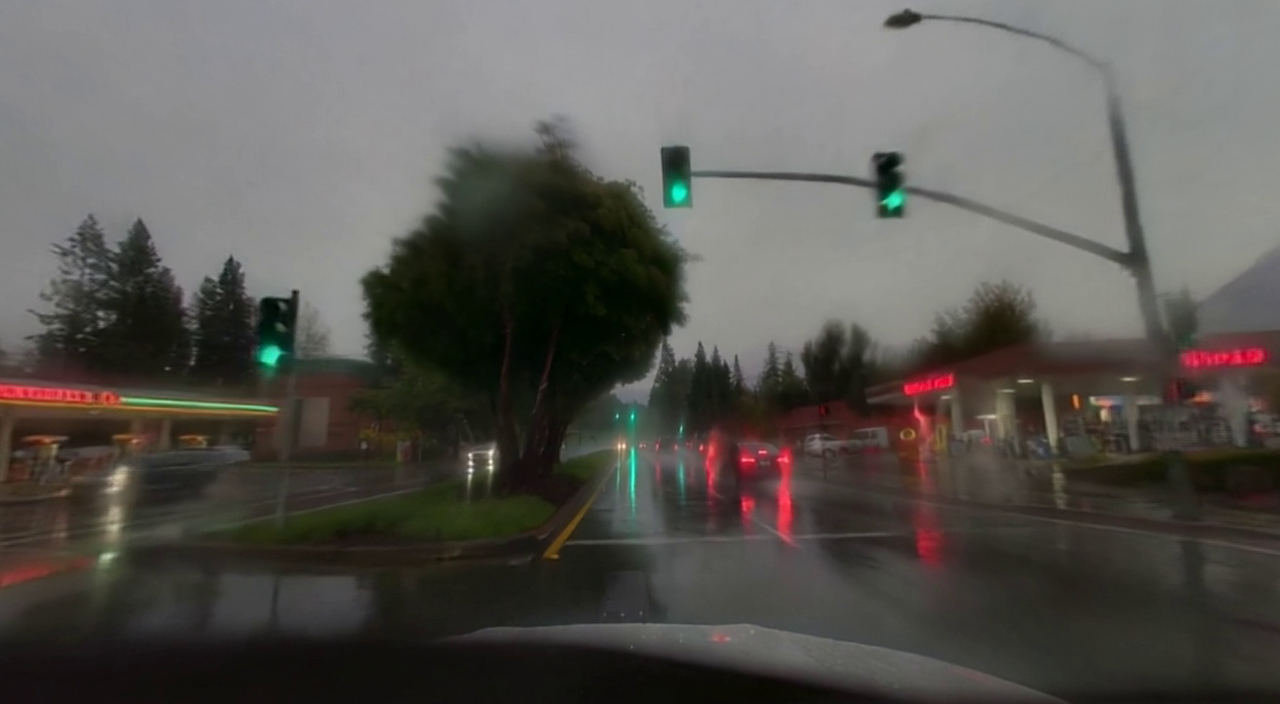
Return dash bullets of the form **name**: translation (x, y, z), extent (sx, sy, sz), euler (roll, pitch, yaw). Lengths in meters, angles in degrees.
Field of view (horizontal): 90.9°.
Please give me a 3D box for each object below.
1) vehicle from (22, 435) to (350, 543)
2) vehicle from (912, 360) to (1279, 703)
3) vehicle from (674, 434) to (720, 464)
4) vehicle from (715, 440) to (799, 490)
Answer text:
- **vehicle**: translation (-8.285, 2.484, 12.419), extent (2.842, 1.476, 4.980), euler (-3, -7, 0)
- **vehicle**: translation (3.814, 1.061, 4.089), extent (1.875, 1.665, 4.931), euler (0, -8, 0)
- **vehicle**: translation (3.837, 6.705, 43.671), extent (2.611, 1.983, 5.165), euler (0, -8, -1)
- **vehicle**: translation (3.720, 3.640, 20.713), extent (1.871, 1.442, 4.122), euler (0, -8, -1)
